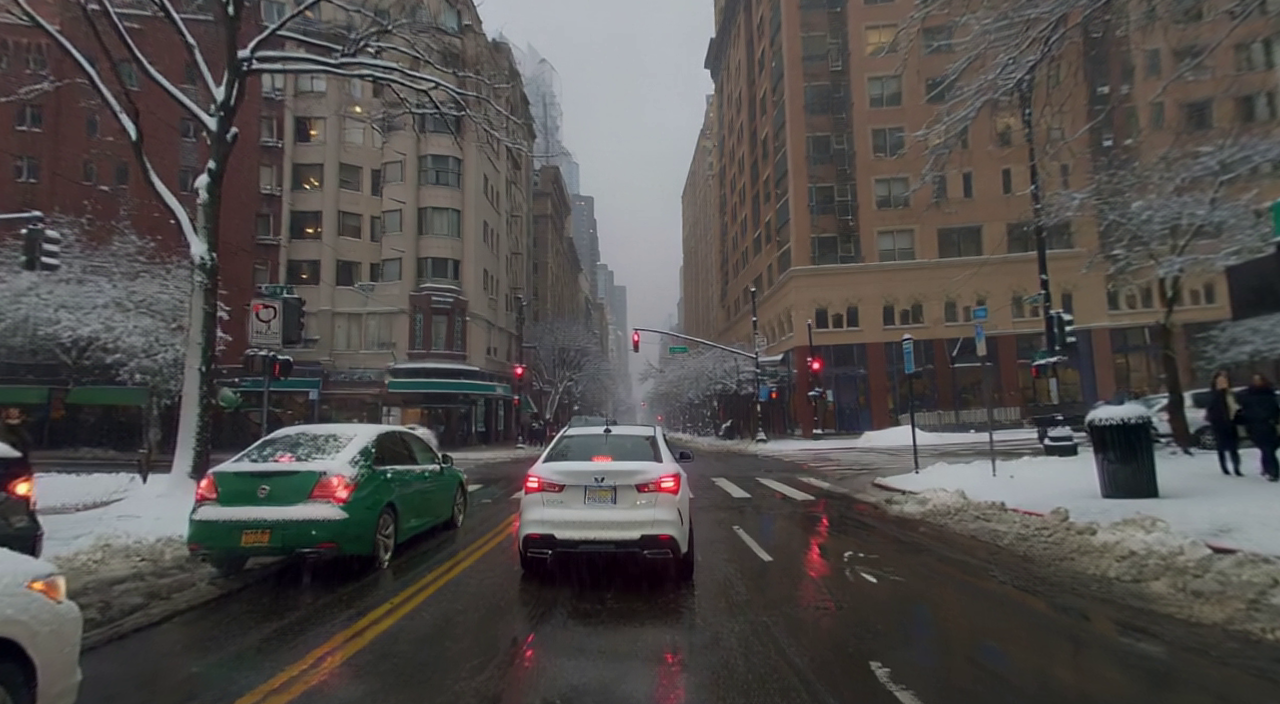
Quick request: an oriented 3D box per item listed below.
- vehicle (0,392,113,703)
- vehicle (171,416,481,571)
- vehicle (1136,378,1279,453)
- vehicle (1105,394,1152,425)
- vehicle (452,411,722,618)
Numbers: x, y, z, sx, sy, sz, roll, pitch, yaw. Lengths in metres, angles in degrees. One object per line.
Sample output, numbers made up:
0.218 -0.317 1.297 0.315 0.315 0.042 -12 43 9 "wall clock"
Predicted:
-3.910 0.704 1.180 1.995 1.524 4.438 0 -8 0 "vehicle"
-3.685 1.732 8.508 1.934 1.522 4.287 0 -8 0 "vehicle"
21.638 2.356 22.867 5.863 2.493 2.354 2 -9 -12 "vehicle"
30.140 3.595 38.934 1.958 1.667 4.392 -7 -11 39 "vehicle"
-0.411 1.498 6.722 1.999 1.520 3.896 0 -8 -1 "vehicle"
